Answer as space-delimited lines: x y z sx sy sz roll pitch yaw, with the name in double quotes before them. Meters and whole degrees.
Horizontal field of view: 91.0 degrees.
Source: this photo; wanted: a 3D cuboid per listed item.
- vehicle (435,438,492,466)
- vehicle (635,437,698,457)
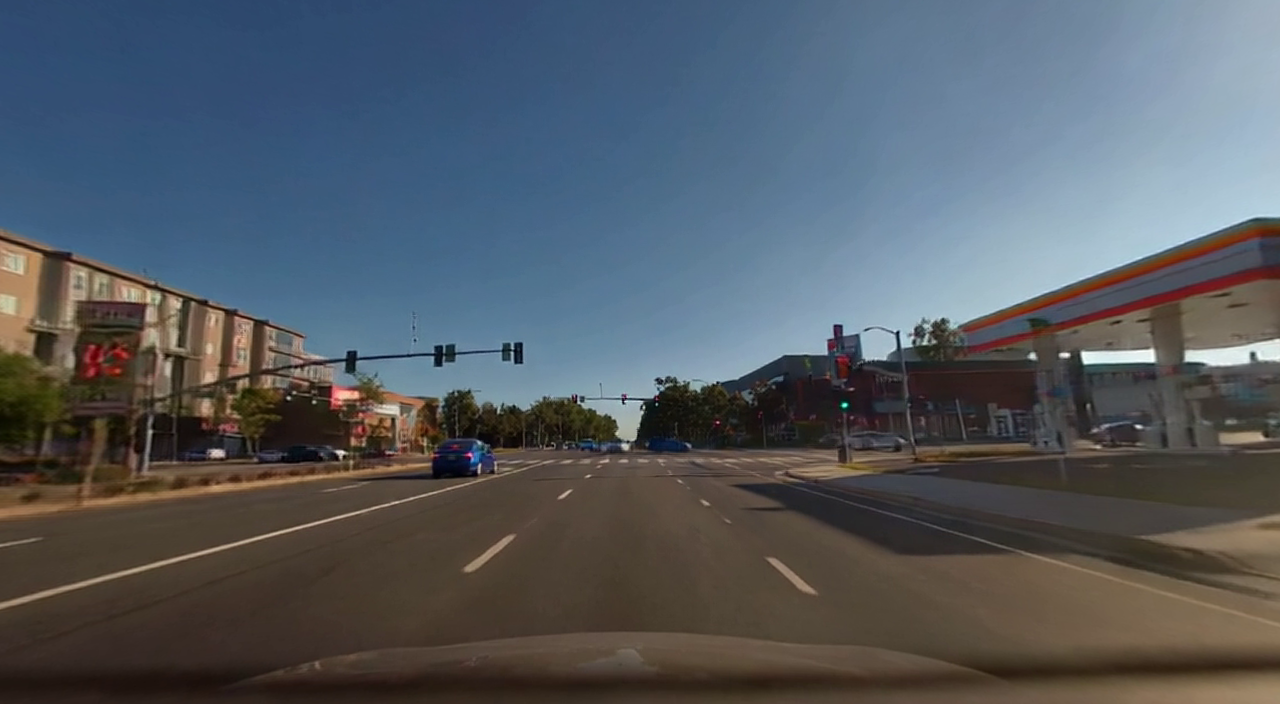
"vehicle" -10.166 5.786 36.606 1.899 1.460 4.880 0 -8 0
"vehicle" 2.104 7.470 49.575 4.885 1.503 1.845 -1 -8 3
